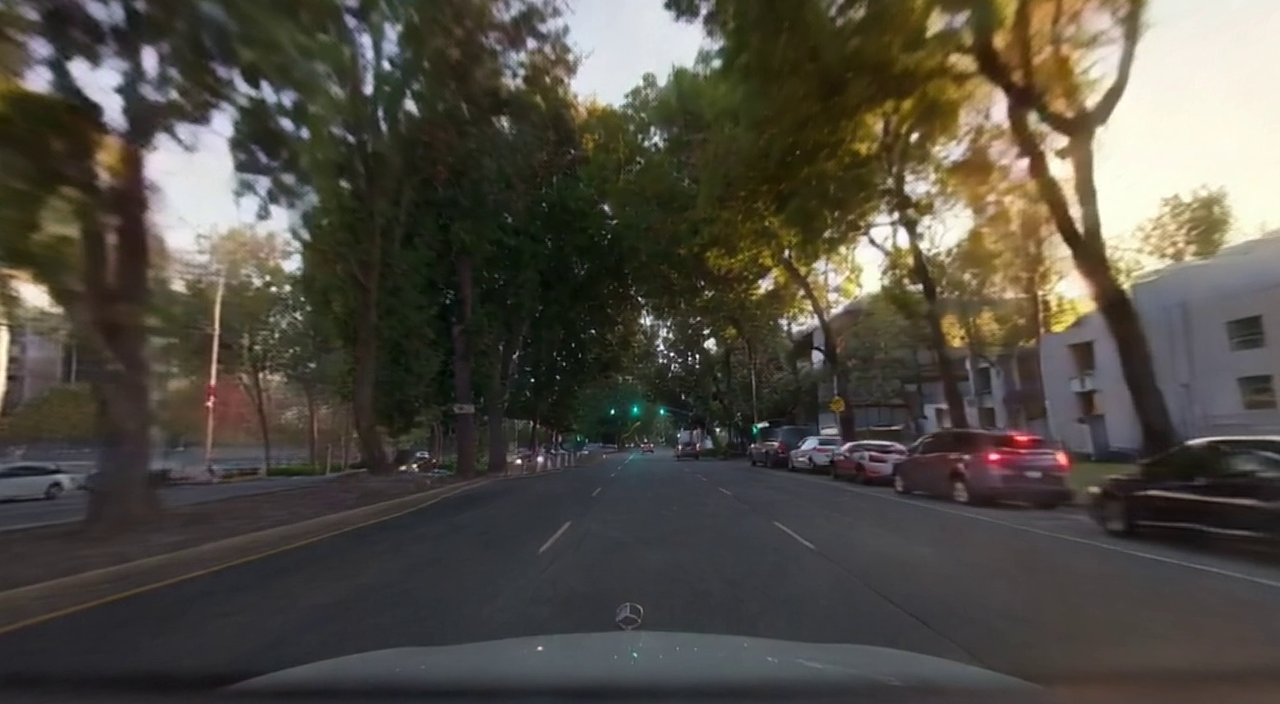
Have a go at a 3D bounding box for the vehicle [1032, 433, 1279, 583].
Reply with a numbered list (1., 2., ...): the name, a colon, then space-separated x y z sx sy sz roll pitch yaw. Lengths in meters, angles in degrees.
1. vehicle: 7.139 1.718 7.491 1.850 1.448 4.844 0 -8 0

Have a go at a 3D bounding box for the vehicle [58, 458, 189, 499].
1. vehicle: -22.340 5.447 27.577 1.821 1.496 4.724 0 -8 -1

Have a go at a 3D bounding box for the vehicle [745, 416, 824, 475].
1. vehicle: 7.317 4.878 33.001 2.391 2.750 6.853 0 -8 -1

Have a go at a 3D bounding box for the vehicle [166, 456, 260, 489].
1. vehicle: -22.124 6.228 32.878 1.922 1.545 4.178 -1 -8 1

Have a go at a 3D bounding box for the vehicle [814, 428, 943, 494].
1. vehicle: 7.200 3.341 19.718 2.089 1.788 4.817 0 -8 -1

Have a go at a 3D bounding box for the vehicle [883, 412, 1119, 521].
1. vehicle: 7.146 2.319 13.248 2.200 1.860 4.511 0 -8 -1
